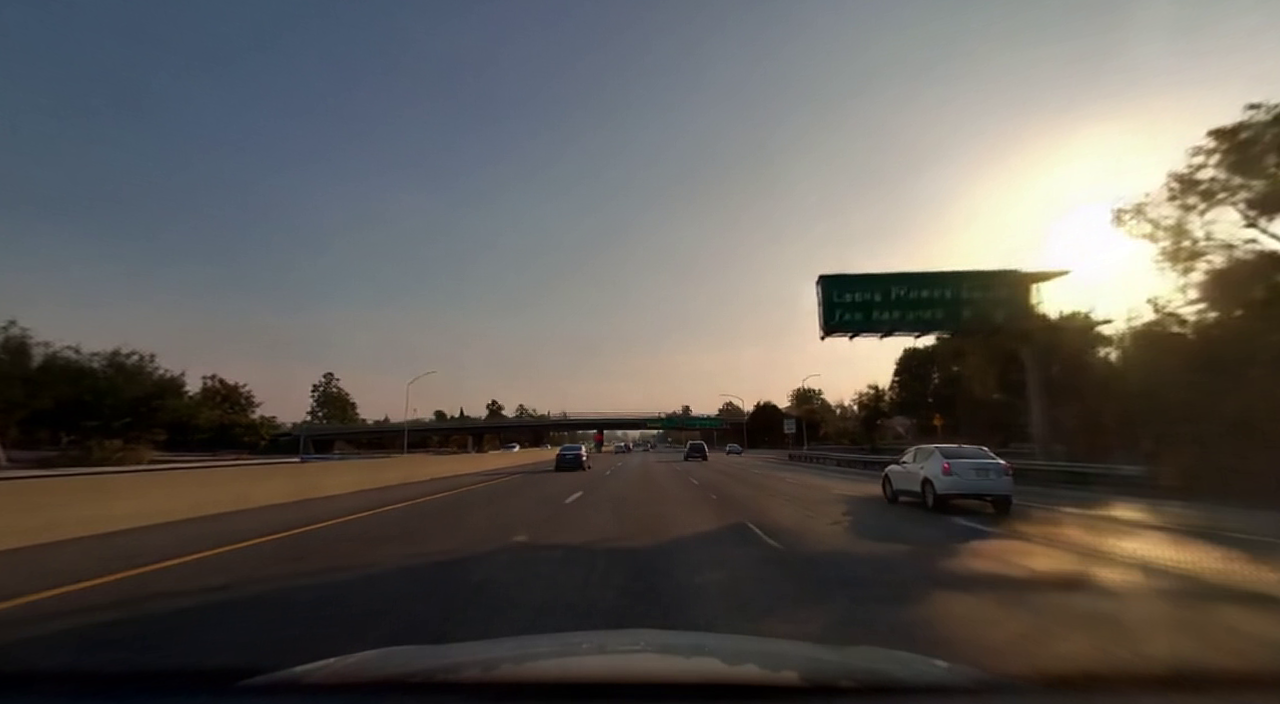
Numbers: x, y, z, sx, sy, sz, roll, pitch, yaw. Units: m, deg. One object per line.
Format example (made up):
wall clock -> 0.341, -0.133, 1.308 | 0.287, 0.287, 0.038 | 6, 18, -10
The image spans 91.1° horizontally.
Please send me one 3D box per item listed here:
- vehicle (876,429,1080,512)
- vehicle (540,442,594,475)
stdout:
vehicle -> 7.482, 2.663, 14.648 | 2.032, 1.601, 4.863 | 0, -9, 0
vehicle -> -3.616, 5.391, 31.931 | 2.055, 1.533, 4.604 | 0, -8, 2
